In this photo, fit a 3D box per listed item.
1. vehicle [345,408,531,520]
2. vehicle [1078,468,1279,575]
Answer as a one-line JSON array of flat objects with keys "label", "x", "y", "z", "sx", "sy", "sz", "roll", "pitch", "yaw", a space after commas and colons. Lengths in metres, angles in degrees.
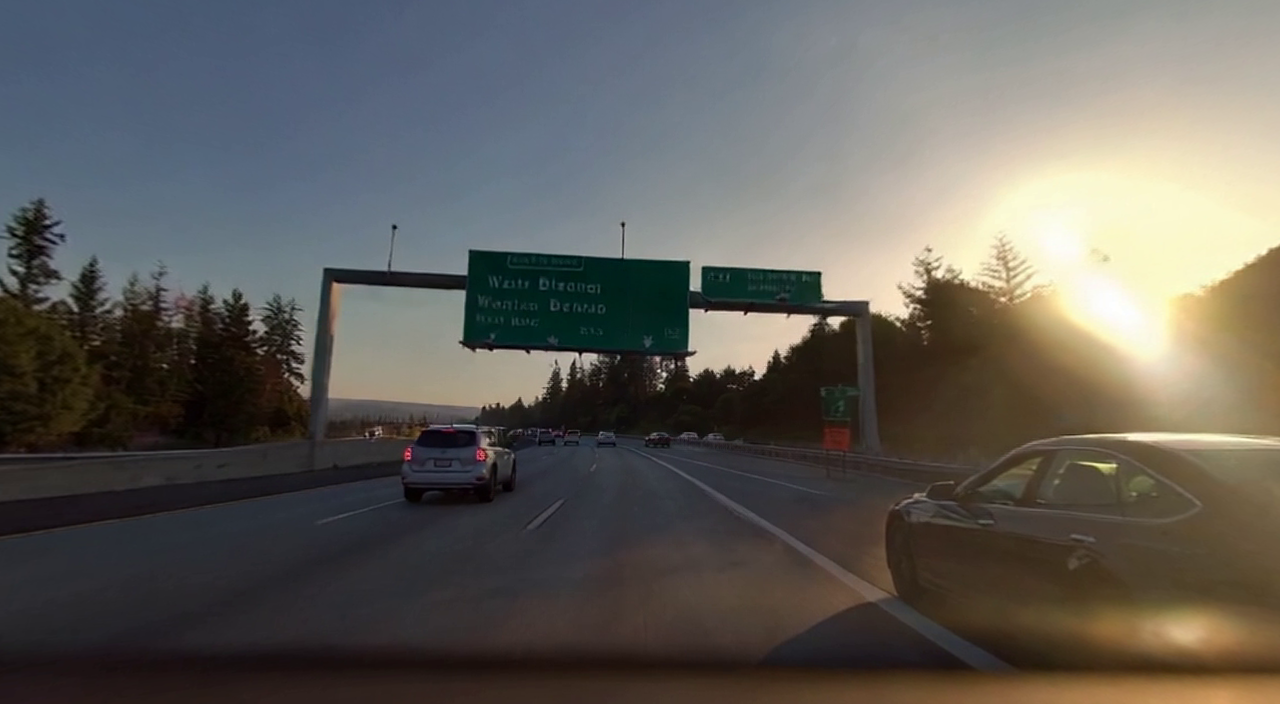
[{"label": "vehicle", "x": -3.730, "y": 2.182, "z": 12.763, "sx": 2.142, "sy": 1.789, "sz": 5.009, "roll": 0, "pitch": -8, "yaw": 0}, {"label": "vehicle", "x": 14.120, "y": 3.989, "z": 15.567, "sx": 2.179, "sy": 1.976, "sz": 5.545, "roll": 1, "pitch": -8, "yaw": -5}]
